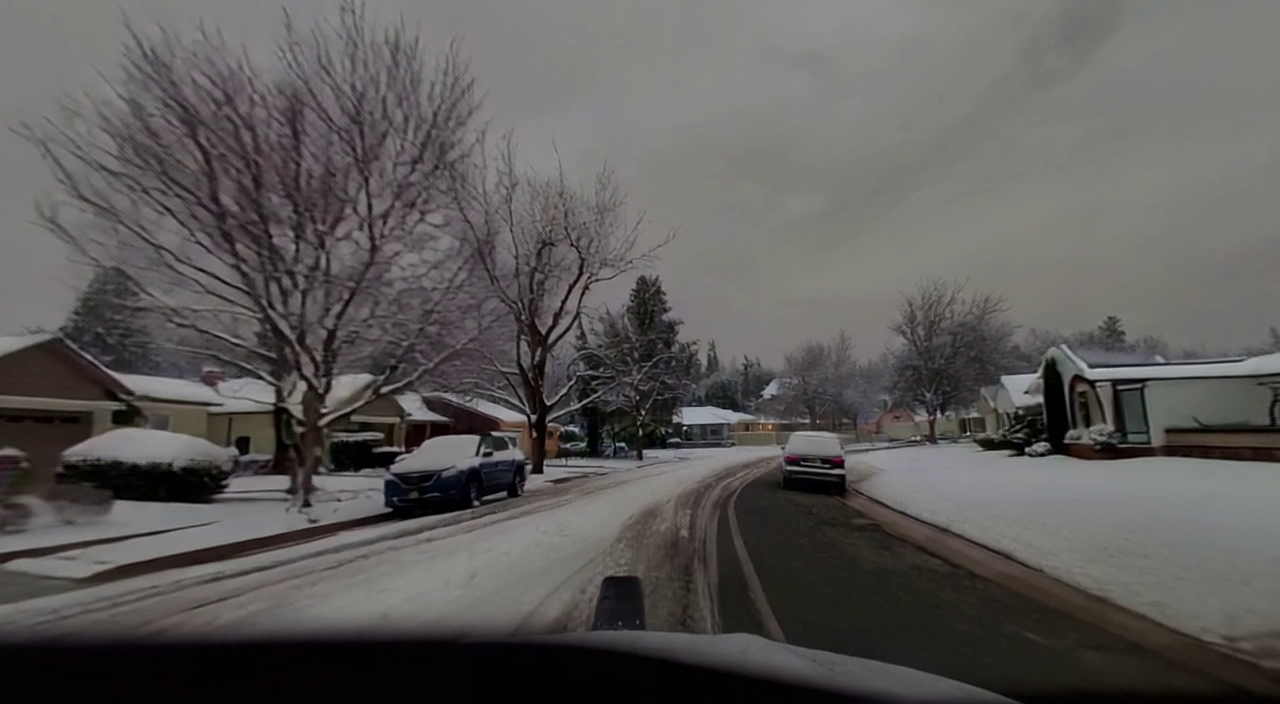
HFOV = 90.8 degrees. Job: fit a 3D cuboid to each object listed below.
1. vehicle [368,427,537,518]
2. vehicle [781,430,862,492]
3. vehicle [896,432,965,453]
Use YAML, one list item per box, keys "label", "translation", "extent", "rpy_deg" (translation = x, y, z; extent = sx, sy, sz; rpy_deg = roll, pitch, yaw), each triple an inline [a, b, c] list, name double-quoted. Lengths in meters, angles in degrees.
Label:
- label: "vehicle"
  translation: [-4.171, 2.727, 15.012]
  extent: [2.041, 1.762, 4.508]
  rpy_deg: [-3, -8, 10]
- label: "vehicle"
  translation: [5.448, 3.304, 19.537]
  extent: [2.075, 1.657, 4.648]
  rpy_deg: [-2, -9, 13]
- label: "vehicle"
  translation: [22.535, 7.043, 49.180]
  extent: [4.554, 1.521, 1.937]
  rpy_deg: [-3, -9, 17]
